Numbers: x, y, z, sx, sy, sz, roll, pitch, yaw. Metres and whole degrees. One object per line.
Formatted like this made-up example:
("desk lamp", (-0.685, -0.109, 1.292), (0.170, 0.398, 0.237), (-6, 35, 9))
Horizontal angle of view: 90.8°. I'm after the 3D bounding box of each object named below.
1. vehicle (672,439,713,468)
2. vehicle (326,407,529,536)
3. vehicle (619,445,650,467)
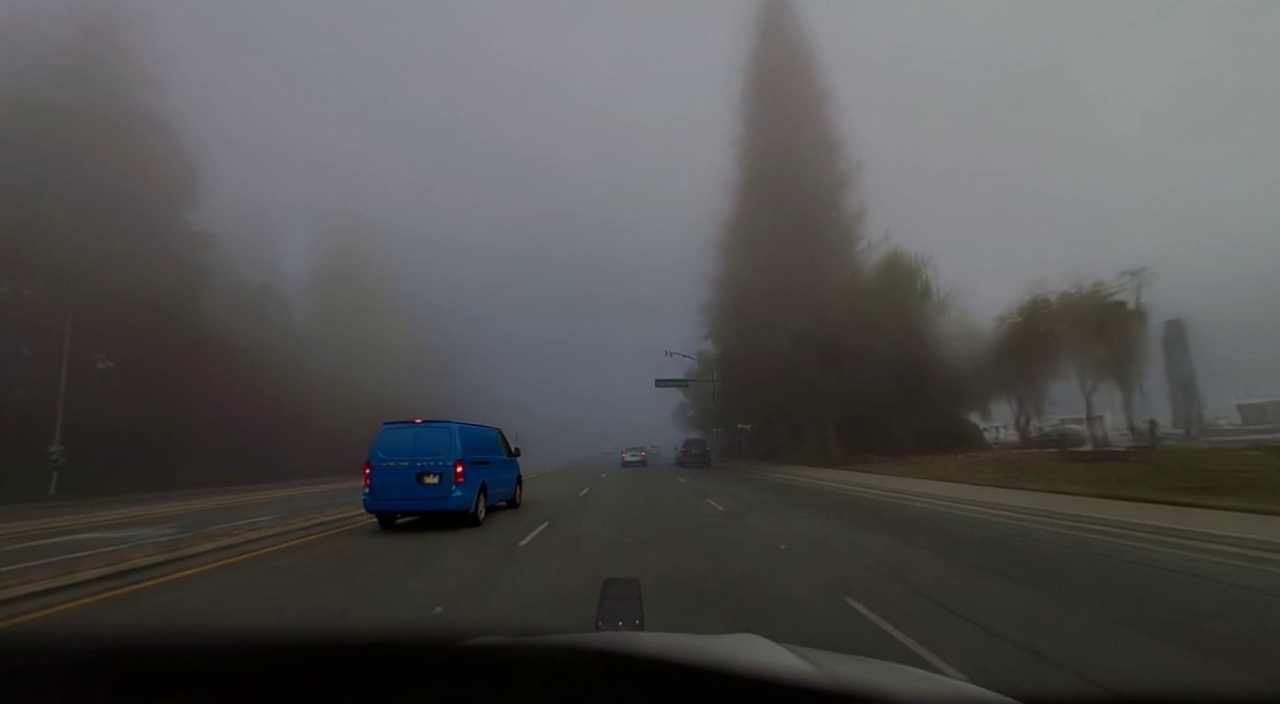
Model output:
("vehicle", (3.359, 6.606, 41.241), (2.181, 1.781, 4.257), (0, -9, -2))
("vehicle", (-3.505, 2.090, 11.600), (2.075, 1.863, 4.744), (0, -9, 0))
("vehicle", (-0.422, 7.114, 43.409), (2.039, 1.455, 3.826), (0, -9, -2))
